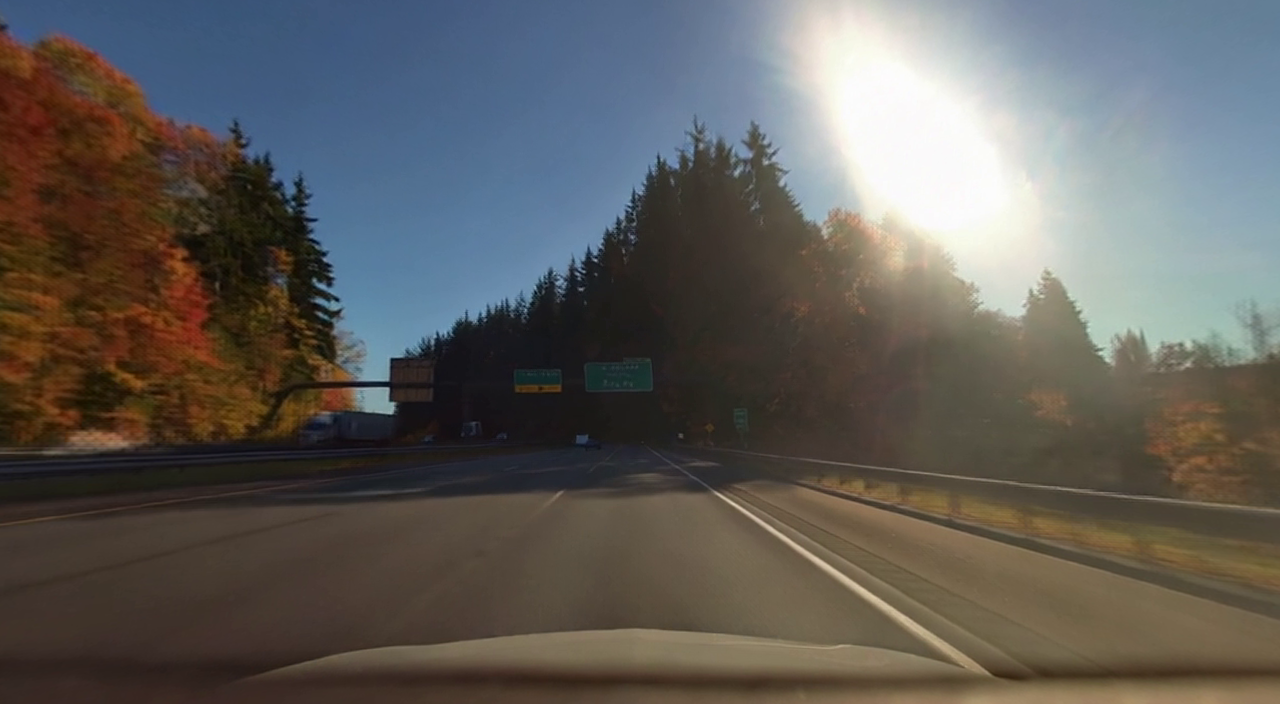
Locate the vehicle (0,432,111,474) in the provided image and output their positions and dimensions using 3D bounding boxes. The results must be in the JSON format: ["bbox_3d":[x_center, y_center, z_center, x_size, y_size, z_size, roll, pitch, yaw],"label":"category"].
[{"bbox_3d":[-24.401,4.057,25.645,1.901,1.550,4.248,0,-8,1],"label":"vehicle"}]
